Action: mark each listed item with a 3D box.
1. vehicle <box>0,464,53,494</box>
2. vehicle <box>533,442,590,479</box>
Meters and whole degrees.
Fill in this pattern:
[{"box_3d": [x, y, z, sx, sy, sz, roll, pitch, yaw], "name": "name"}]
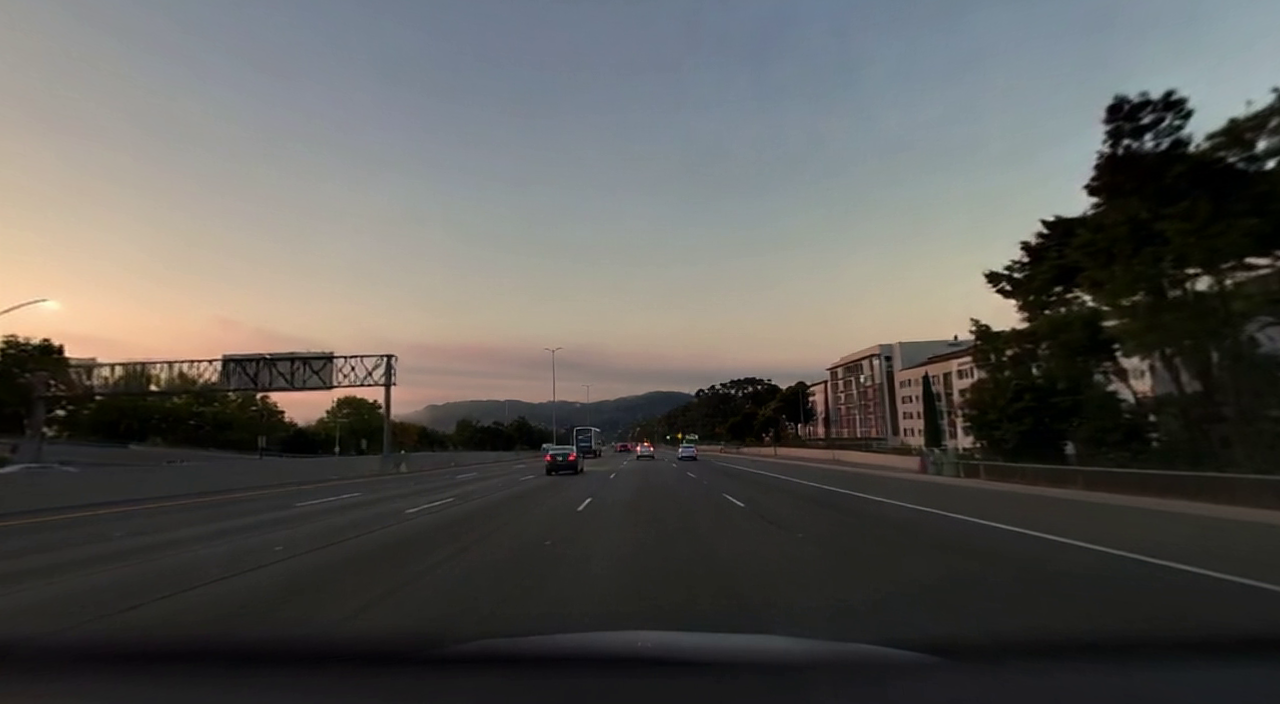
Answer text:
[{"box_3d": [-34.503, 6.870, 34.128, 1.657, 1.479, 3.767, 0, -9, 1], "name": "vehicle"}, {"box_3d": [-3.678, 5.184, 30.386, 2.195, 1.630, 4.336, 0, -9, 0], "name": "vehicle"}]
